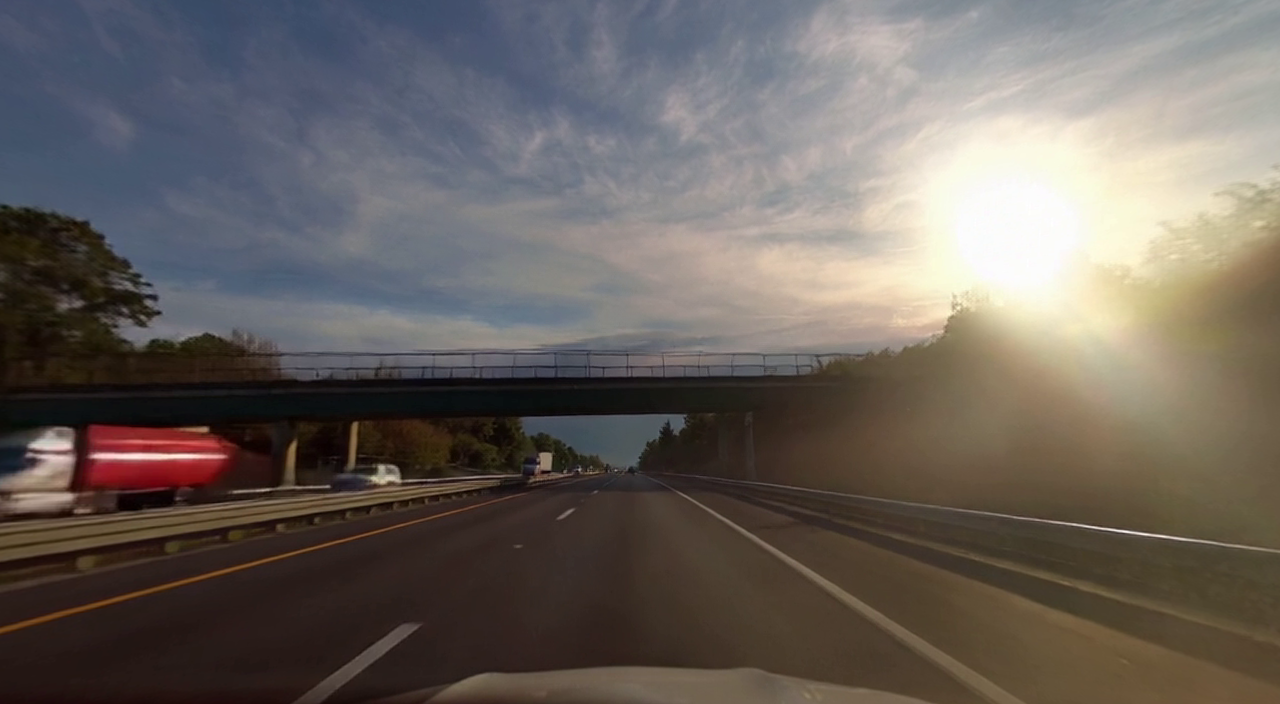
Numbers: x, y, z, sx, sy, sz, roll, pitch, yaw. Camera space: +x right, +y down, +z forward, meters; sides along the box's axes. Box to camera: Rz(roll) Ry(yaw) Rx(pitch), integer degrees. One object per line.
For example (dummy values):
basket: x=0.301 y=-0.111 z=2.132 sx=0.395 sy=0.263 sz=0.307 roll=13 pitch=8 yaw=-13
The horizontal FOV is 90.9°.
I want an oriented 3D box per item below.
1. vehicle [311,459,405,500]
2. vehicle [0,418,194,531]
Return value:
vehicle: x=-12.028 y=5.472 z=27.249 sx=1.928 sy=1.546 sz=4.475 roll=1 pitch=-10 yaw=0
vehicle: x=-16.478 y=3.474 z=18.204 sx=2.614 sy=2.682 sz=5.913 roll=1 pitch=-10 yaw=1
